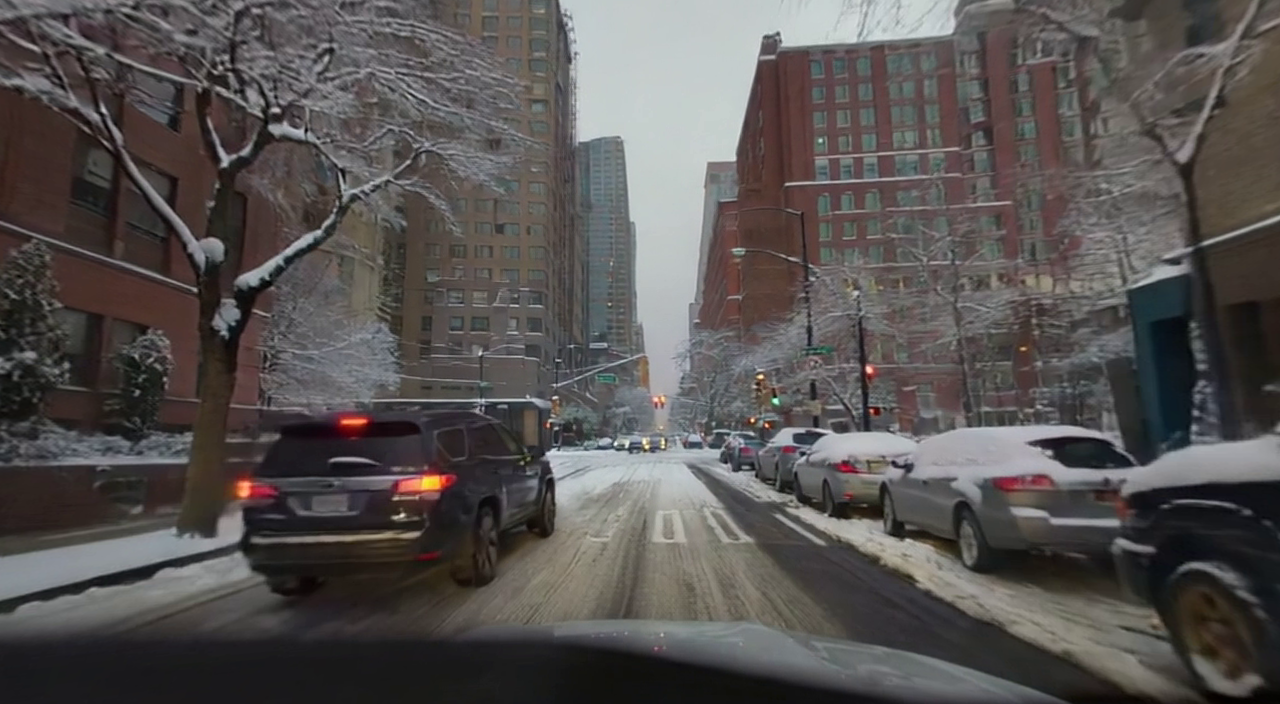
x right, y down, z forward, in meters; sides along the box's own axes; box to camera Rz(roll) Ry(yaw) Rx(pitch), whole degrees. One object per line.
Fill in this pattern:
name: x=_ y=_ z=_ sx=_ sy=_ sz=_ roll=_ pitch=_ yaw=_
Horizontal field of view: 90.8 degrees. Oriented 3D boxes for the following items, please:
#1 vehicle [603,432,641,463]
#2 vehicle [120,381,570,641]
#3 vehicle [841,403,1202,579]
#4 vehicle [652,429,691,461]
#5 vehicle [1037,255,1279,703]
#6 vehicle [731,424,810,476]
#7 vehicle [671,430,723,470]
vehicle: x=-1.013 y=5.726 z=37.987 sx=1.979 sy=1.723 sz=3.849 roll=-1 pitch=-8 yaw=3
vehicle: x=-2.444 y=1.523 z=7.228 sx=2.333 sy=1.832 sz=5.200 roll=-1 pitch=-9 yaw=4
vehicle: x=4.190 y=1.596 z=8.003 sx=1.883 sy=1.601 sz=4.305 roll=0 pitch=-9 yaw=1
vehicle: x=1.751 y=5.371 z=36.315 sx=2.111 sy=1.705 sz=4.093 roll=0 pitch=-8 yaw=2
vehicle: x=3.797 y=0.427 z=1.280 sx=2.356 sy=2.043 sz=5.791 roll=0 pitch=-8 yaw=2
vehicle: x=4.947 y=3.836 z=24.820 sx=2.093 sy=1.815 sz=5.441 roll=0 pitch=-8 yaw=1
vehicle: x=2.544 y=4.304 z=27.837 sx=2.111 sy=1.619 sz=4.077 roll=-1 pitch=-9 yaw=6
